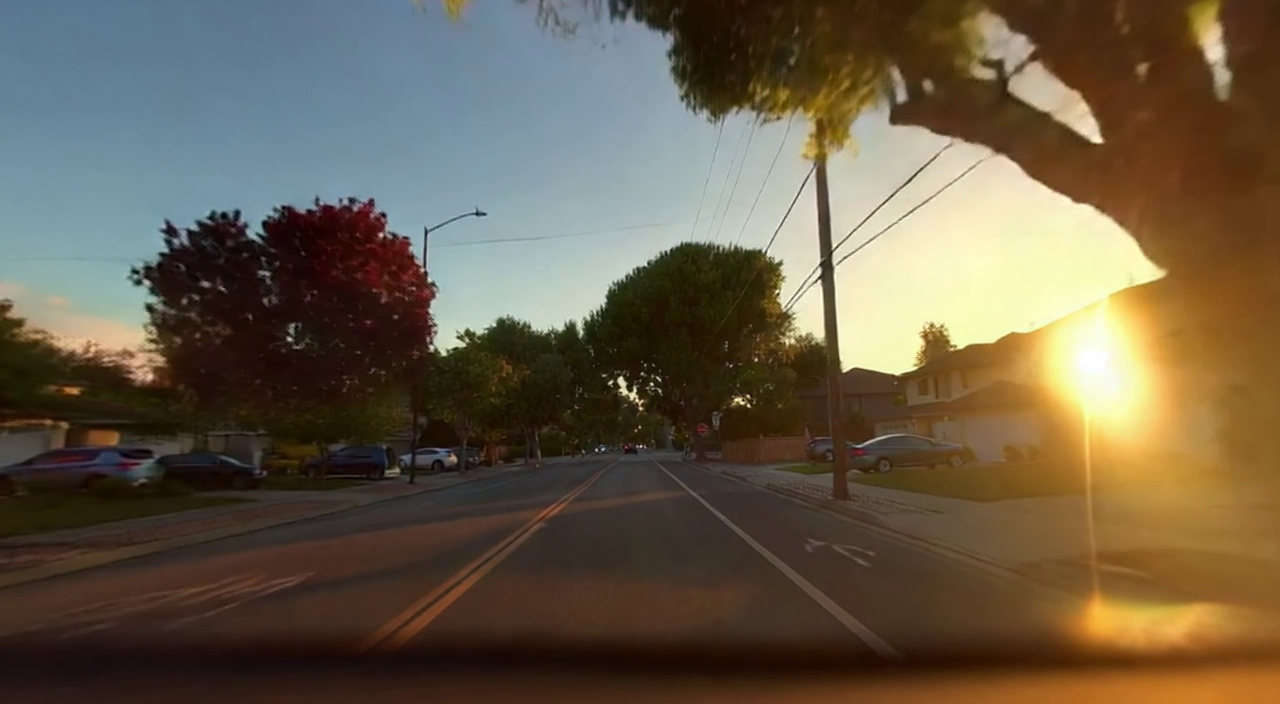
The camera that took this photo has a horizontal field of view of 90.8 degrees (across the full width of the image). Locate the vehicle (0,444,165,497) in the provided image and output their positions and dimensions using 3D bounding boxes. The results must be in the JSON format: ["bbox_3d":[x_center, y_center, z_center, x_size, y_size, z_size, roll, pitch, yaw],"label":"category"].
[{"bbox_3d":[-21.929,4.482,24.163,5.369,1.862,2.338,1,-8,-8],"label":"vehicle"}]

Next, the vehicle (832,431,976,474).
[{"bbox_3d":[10.562,4.036,25.491,4.908,1.537,2.065,0,-8,-7],"label":"vehicle"}]

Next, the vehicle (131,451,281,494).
[{"bbox_3d":[-16.562,4.609,24.352,4.199,1.510,2.058,2,-8,-10],"label":"vehicle"}]

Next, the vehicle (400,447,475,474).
[{"bbox_3d":[-12.454,6.700,39.037,3.927,1.560,2.049,0,-8,-1],"label":"vehicle"}]

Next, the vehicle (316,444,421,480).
[{"bbox_3d":[-13.059,5.318,30.651,4.207,1.648,1.956,1,-8,-6],"label":"vehicle"}]
